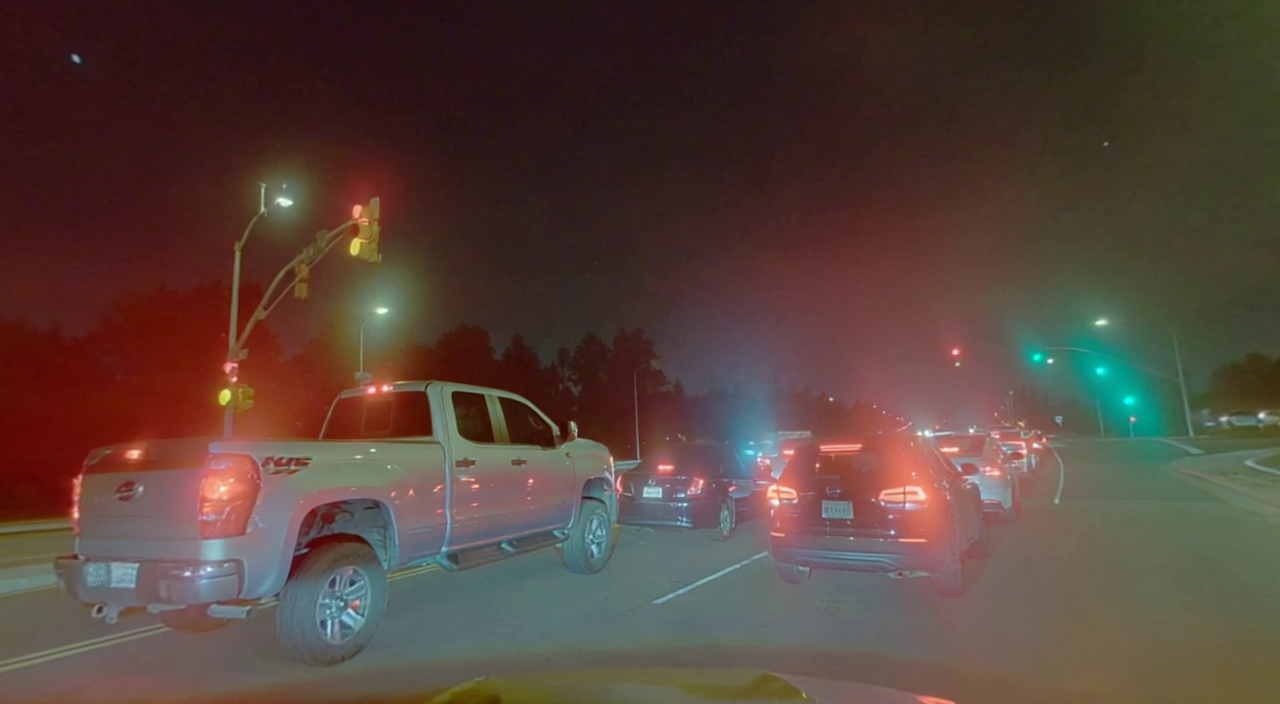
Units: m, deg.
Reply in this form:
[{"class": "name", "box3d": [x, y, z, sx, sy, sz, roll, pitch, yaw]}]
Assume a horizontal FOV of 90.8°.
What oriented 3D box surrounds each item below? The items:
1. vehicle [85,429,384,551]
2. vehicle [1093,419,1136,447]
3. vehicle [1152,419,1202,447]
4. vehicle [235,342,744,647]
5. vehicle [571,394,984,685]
[{"class": "vehicle", "box3d": [-8.280, 2.747, 13.449, 2.174, 2.057, 4.738, -6, -10, 33]}, {"class": "vehicle", "box3d": [32.809, 5.671, 43.715, 2.160, 1.790, 4.303, -6, -10, 35]}, {"class": "vehicle", "box3d": [35.771, 5.473, 42.188, 2.183, 1.714, 4.491, -7, -11, 37]}, {"class": "vehicle", "box3d": [-0.875, 1.401, 7.470, 2.272, 2.016, 6.146, -5, -10, 27]}, {"class": "vehicle", "box3d": [1.720, 1.375, 5.988, 2.027, 1.549, 4.801, -6, -10, 35]}]
